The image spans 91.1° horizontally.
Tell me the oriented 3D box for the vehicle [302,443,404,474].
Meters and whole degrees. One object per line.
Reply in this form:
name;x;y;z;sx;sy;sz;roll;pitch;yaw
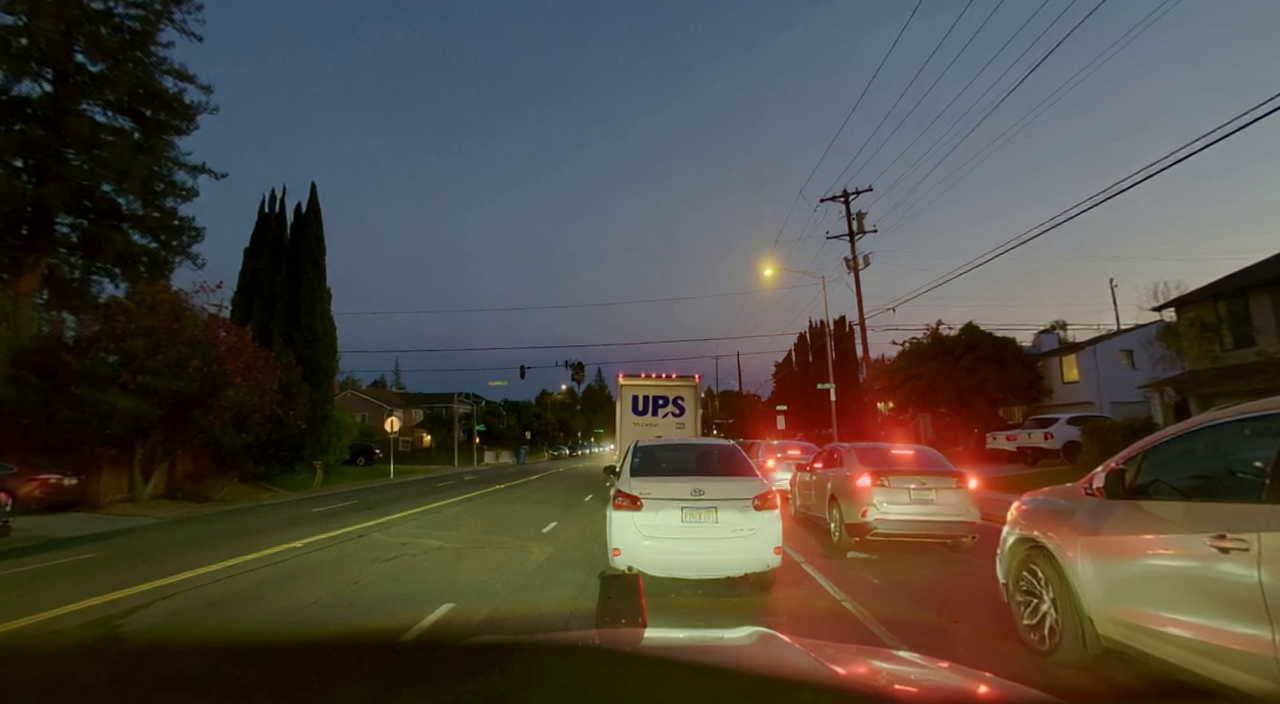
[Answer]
vehicle;-17.436;6.474;38.303;5.274;1.793;1.921;0;-9;3

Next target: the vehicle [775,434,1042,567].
vehicle;3.511;2.011;9.355;1.993;1.479;4.487;0;-8;0

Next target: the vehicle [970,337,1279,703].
vehicle;3.307;0.772;1.928;2.069;1.722;4.888;0;-8;2

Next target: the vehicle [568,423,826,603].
vehicle;0.473;1.682;7.531;2.158;1.499;4.377;0;-8;0

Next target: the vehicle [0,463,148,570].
vehicle;-10.354;2.500;9.502;1.925;1.482;4.753;0;-8;0
